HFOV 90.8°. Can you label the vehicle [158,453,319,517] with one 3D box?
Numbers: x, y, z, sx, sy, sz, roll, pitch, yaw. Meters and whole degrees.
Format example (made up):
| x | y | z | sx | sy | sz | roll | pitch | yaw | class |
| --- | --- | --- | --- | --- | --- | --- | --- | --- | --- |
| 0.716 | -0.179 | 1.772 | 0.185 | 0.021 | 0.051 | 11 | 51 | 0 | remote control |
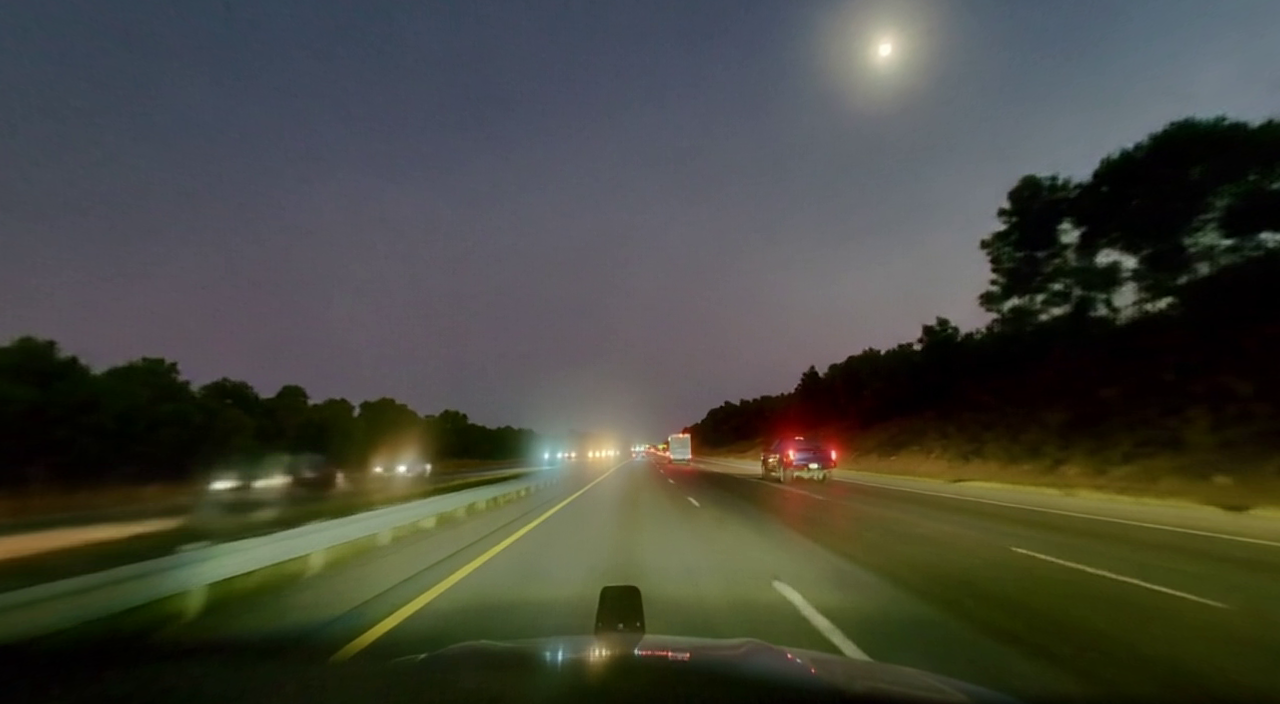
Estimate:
| x | y | z | sx | sy | sz | roll | pitch | yaw | class |
| --- | --- | --- | --- | --- | --- | --- | --- | --- | --- |
| -11.736 | 3.867 | 18.894 | 1.958 | 1.633 | 4.349 | 0 | -9 | 0 | vehicle |
